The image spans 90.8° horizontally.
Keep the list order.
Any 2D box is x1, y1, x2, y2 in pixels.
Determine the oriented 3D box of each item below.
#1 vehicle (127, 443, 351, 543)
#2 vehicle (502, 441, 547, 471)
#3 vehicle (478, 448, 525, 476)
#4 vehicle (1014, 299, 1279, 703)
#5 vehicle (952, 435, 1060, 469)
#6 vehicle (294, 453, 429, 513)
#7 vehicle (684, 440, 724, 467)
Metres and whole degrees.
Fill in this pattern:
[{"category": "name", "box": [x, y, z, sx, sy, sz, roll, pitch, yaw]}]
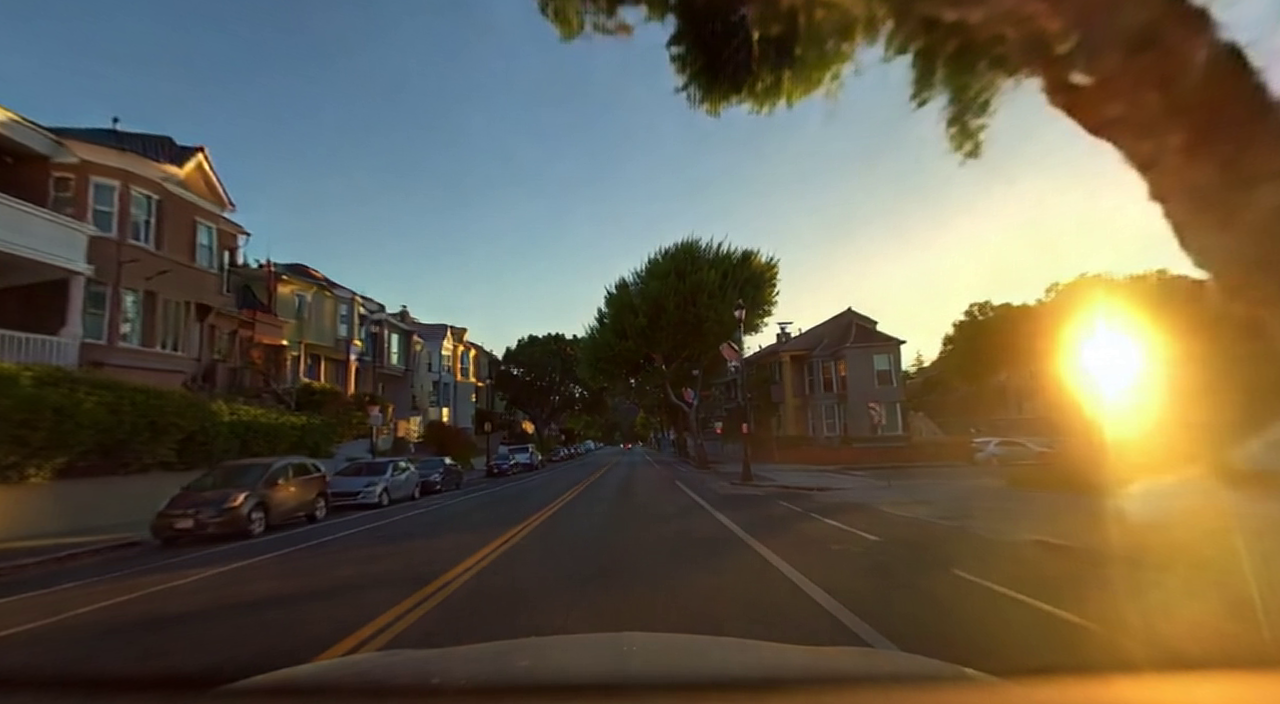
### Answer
[{"category": "vehicle", "box": [-8.080, 2.836, 13.359, 1.919, 1.698, 4.328, -1, -9, -1]}, {"category": "vehicle", "box": [-7.930, 7.199, 43.698, 2.283, 1.853, 4.903, -1, -9, -1]}, {"category": "vehicle", "box": [-8.181, 6.518, 37.728, 1.967, 1.517, 4.360, 0, -9, -2]}, {"category": "vehicle", "box": [4.327, 0.671, 2.340, 2.393, 2.075, 5.683, 0, -9, 0]}, {"category": "vehicle", "box": [20.062, 5.501, 34.779, 4.568, 1.727, 2.199, 0, -9, -2]}, {"category": "vehicle", "box": [-8.077, 3.799, 18.885, 1.970, 1.480, 4.616, -1, -9, -1]}, {"category": "vehicle", "box": [4.218, 6.795, 42.273, 2.034, 1.674, 4.271, 0, -9, -3]}]
